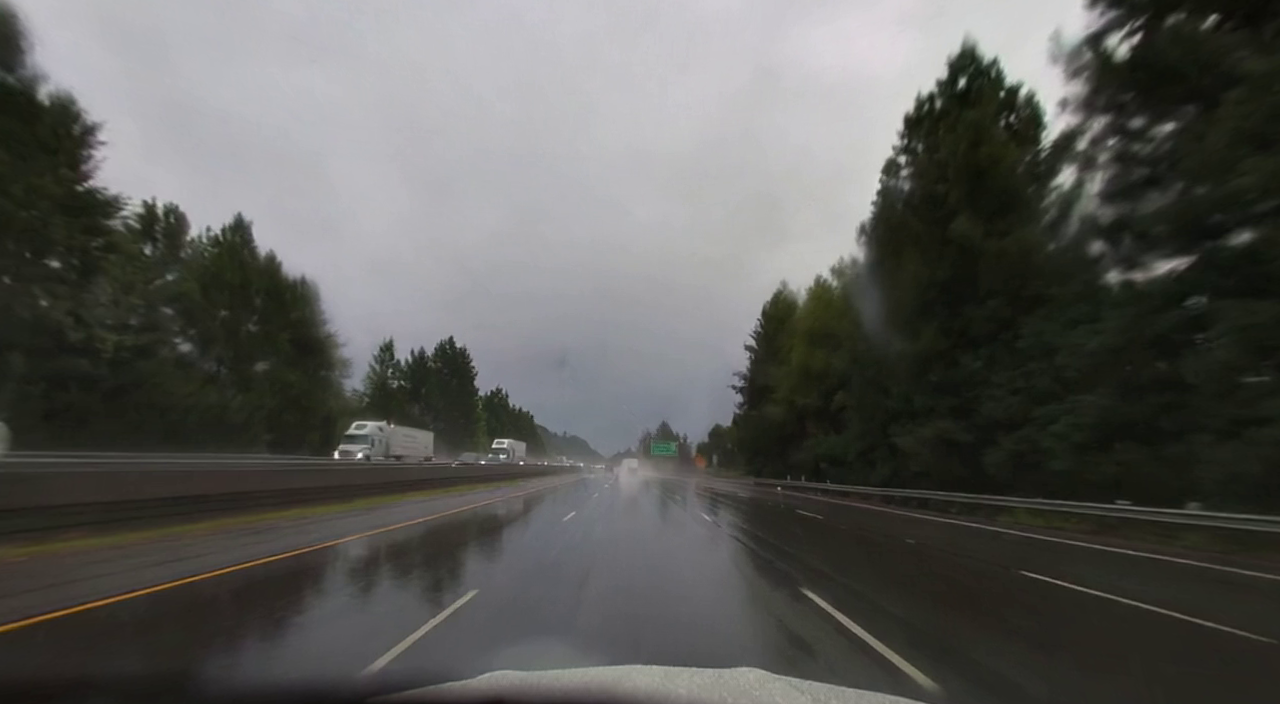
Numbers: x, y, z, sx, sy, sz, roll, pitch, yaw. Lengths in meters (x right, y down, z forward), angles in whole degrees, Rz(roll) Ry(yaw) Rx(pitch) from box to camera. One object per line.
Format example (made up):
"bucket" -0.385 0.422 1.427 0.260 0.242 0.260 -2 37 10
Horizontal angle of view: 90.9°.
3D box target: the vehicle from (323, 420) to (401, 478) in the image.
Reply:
"vehicle" -20.114 7.161 45.974 2.969 3.859 5.793 1 -10 -1
